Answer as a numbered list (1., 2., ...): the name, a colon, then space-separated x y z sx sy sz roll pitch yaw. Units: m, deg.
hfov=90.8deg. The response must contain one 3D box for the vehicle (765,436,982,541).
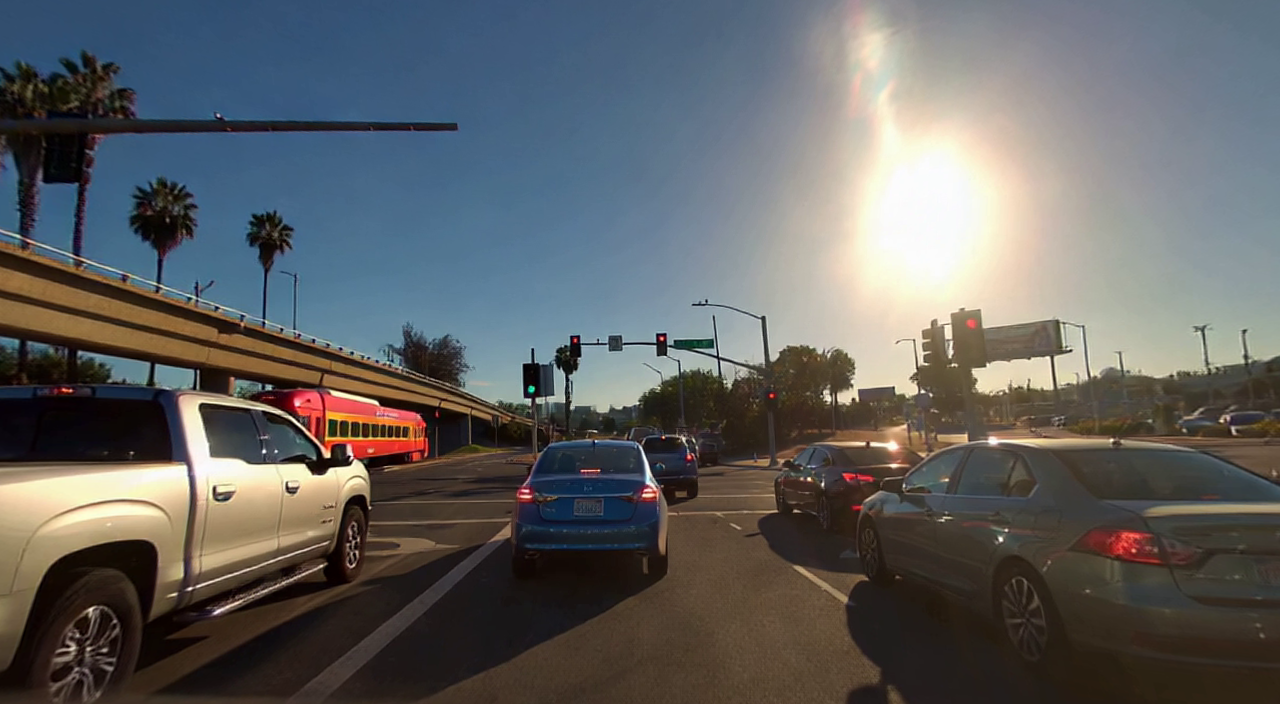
1. vehicle: 3.709 2.243 11.095 1.965 1.448 4.486 0 -9 -2

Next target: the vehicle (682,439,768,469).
1. vehicle: 4.225 5.163 32.090 1.878 1.428 4.416 5 -10 -33

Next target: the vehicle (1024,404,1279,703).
1. vehicle: 3.873 0.910 2.300 2.052 1.496 4.541 0 -9 -1

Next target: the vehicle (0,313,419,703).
1. vehicle: -3.780 1.124 5.061 2.078 1.838 5.448 0 -9 0

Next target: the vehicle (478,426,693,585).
1. vehicle: -0.604 1.773 8.142 2.035 1.491 4.090 0 -9 -3
